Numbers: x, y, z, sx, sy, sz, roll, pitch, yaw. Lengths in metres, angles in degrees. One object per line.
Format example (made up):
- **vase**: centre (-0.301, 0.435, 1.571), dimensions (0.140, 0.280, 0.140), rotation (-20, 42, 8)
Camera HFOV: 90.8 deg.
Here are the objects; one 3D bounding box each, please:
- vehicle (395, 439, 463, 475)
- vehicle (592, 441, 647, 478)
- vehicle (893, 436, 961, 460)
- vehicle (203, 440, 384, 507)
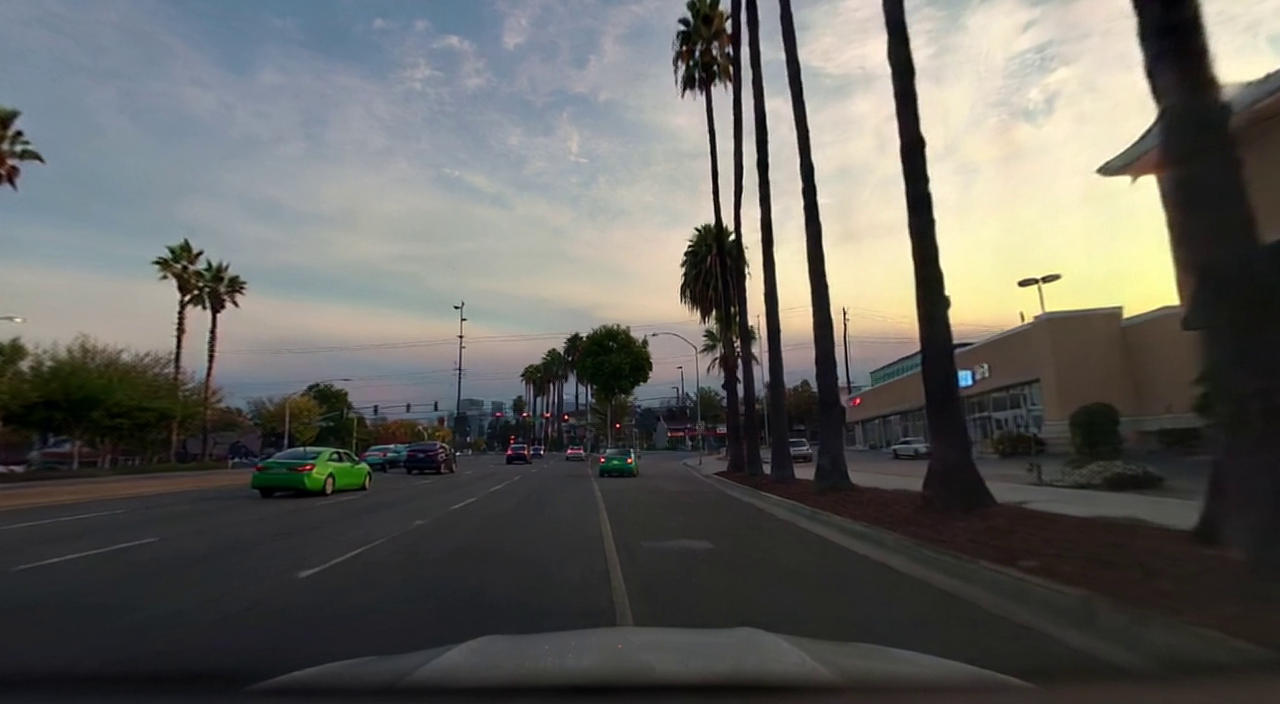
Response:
- **vehicle**: centre (-10.767, 5.394, 32.700), dimensions (2.108, 1.669, 5.076), rotation (1, -9, -4)
- **vehicle**: centre (-0.806, 4.733, 28.004), dimensions (2.070, 1.493, 4.570), rotation (-1, -9, 3)
- **vehicle**: centre (19.097, 6.472, 42.285), dimensions (1.882, 1.463, 4.550), rotation (1, -10, -8)
- **vehicle**: centre (-8.548, 3.022, 16.177), dimensions (1.958, 1.455, 4.504), rotation (0, -9, 2)
